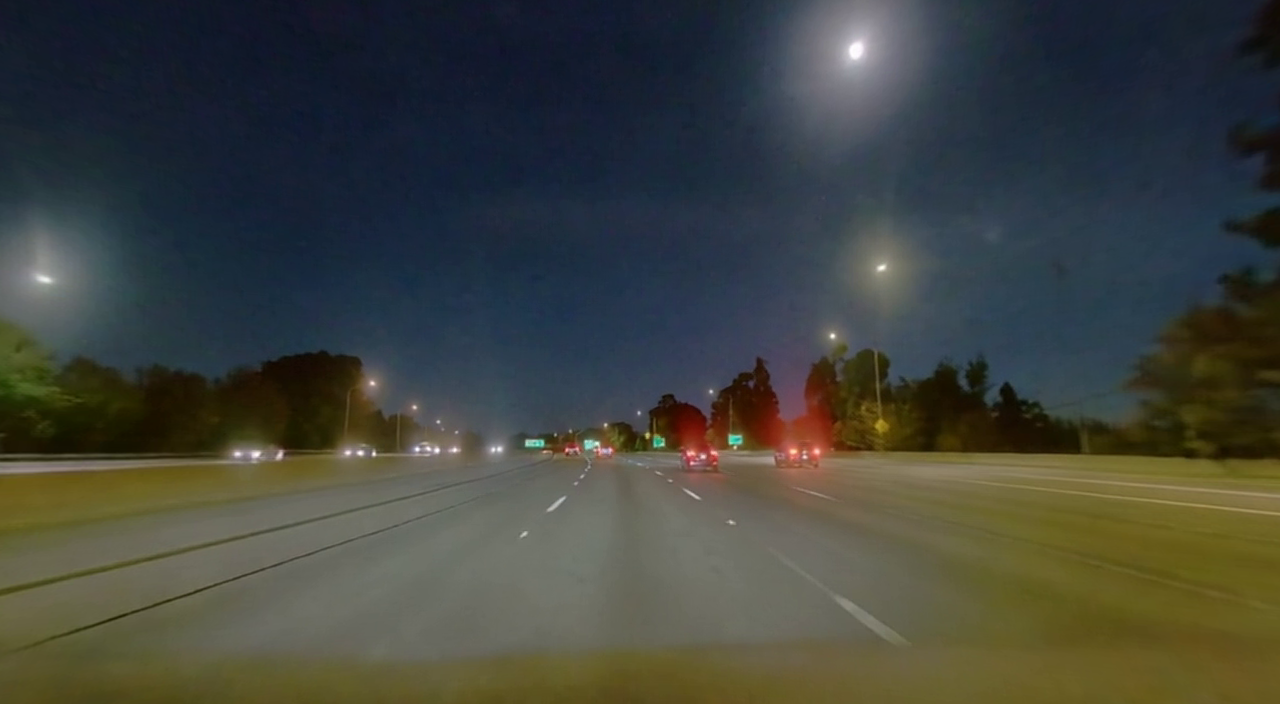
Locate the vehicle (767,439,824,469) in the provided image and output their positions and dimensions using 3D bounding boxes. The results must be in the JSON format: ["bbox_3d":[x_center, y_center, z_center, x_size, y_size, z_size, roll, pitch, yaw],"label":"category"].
[{"bbox_3d":[9.213,6.099,37.718,1.909,1.634,4.739,1,-9,-4],"label":"vehicle"}]

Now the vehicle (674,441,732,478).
[{"bbox_3d":[2.785,4.842,28.623,1.975,1.562,3.823,1,-9,-4],"label":"vehicle"}]
